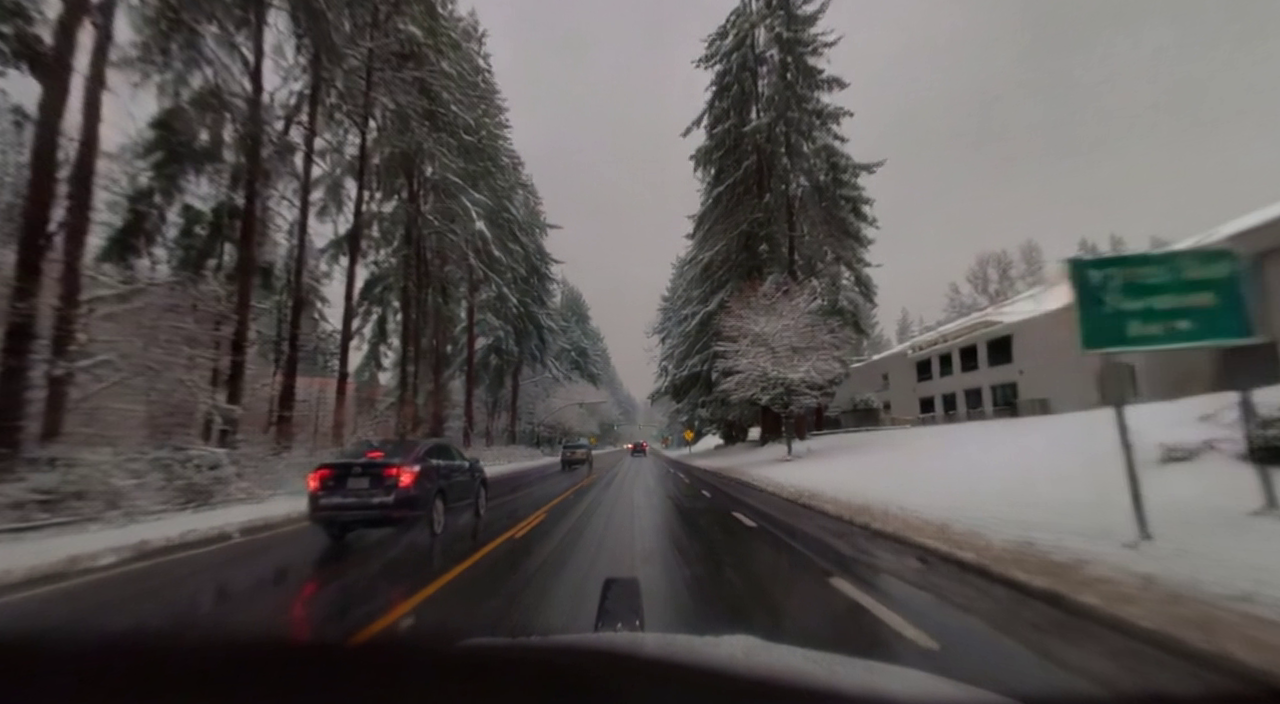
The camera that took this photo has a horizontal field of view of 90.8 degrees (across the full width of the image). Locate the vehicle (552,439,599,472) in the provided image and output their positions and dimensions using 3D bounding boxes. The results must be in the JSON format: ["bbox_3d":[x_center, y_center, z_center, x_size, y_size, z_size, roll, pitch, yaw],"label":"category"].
[{"bbox_3d":[-3.326,5.432,33.256,1.942,1.588,4.172,0,-9,1],"label":"vehicle"}]

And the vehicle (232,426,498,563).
[{"bbox_3d":[-3.497,1.890,9.128,1.862,1.478,4.369,0,-9,0],"label":"vehicle"}]
